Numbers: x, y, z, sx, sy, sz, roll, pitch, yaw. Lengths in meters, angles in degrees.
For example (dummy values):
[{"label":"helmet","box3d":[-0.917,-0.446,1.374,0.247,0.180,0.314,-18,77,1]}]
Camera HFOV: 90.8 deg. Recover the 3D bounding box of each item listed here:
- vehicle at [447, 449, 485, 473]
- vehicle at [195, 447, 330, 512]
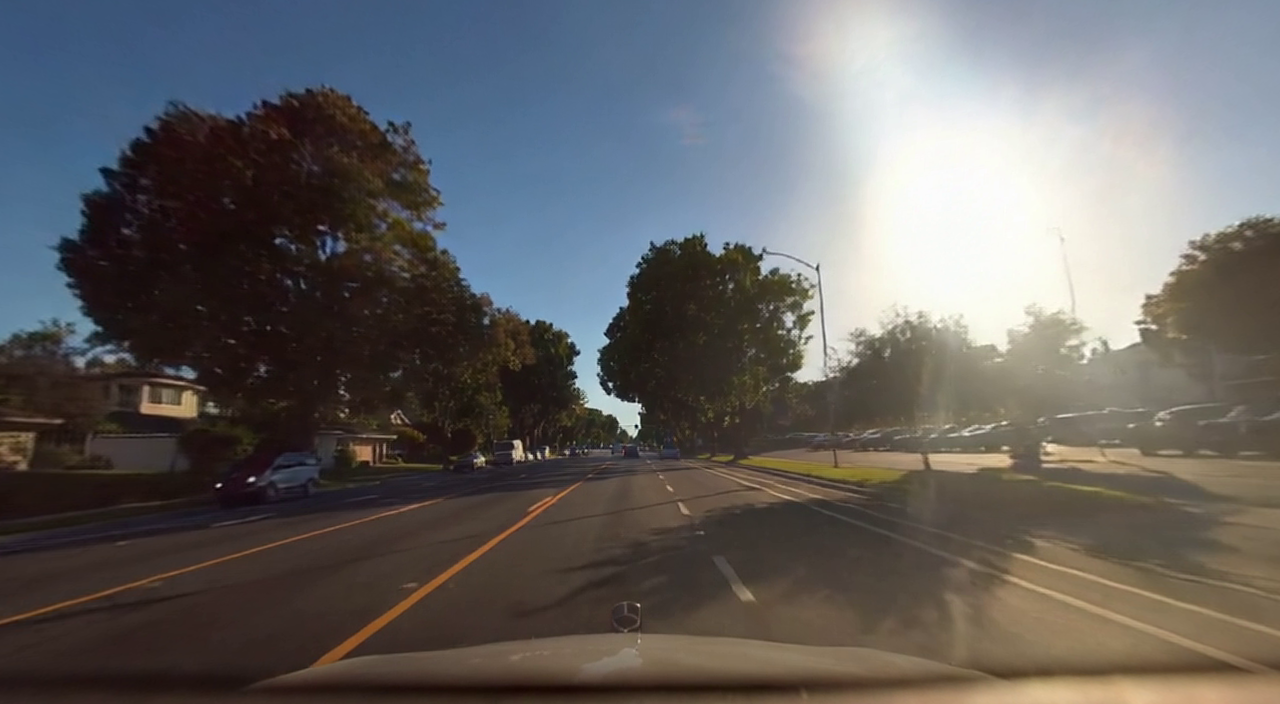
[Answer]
[{"label":"vehicle","box3d":[-12.417,7.756,45.292,1.762,1.552,3.901,-2,-8,-1]},{"label":"vehicle","box3d":[-12.276,4.108,20.959,2.000,1.821,4.314,-2,-8,-3]}]
